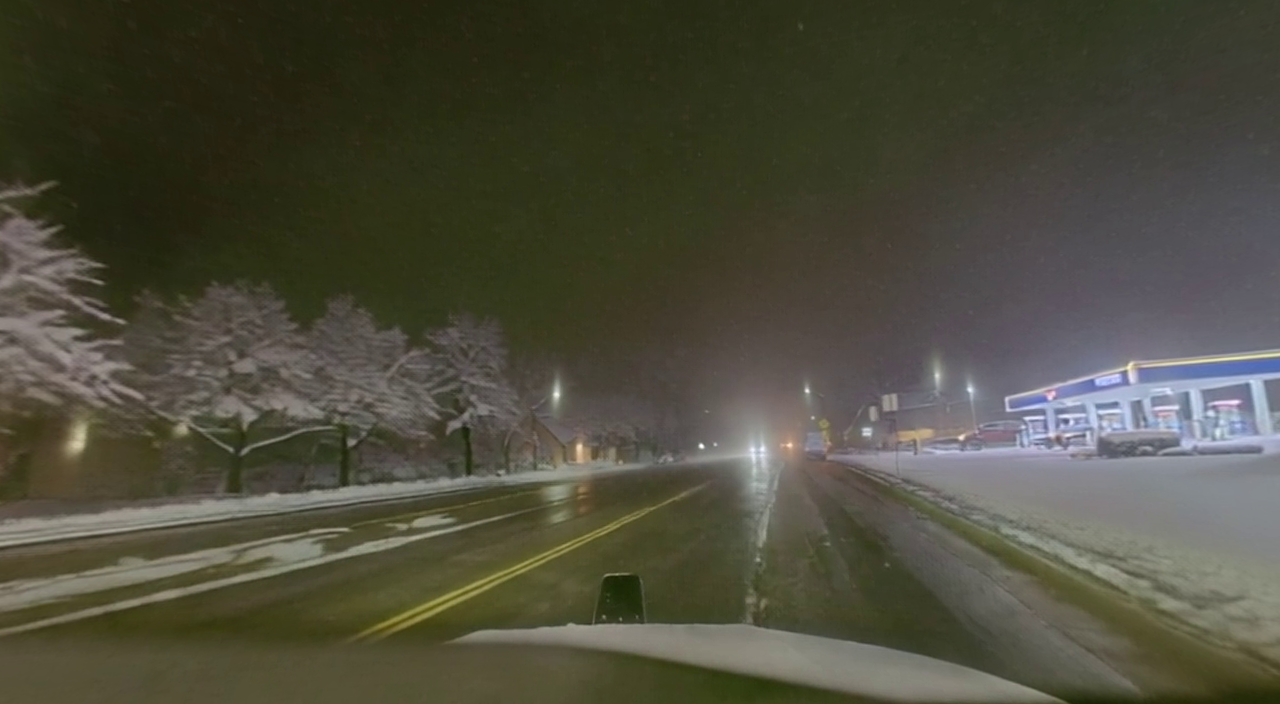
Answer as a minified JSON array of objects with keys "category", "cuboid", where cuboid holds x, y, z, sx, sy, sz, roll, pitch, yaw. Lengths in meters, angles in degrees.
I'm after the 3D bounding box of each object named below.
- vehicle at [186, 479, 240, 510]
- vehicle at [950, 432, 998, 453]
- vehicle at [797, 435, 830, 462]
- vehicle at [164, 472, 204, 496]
[{"category":"vehicle","cuboid":[-24.405,8.050,35.993,1.837,1.460,4.672,6,-12,-41]},{"category":"vehicle","cuboid":[23.043,6.292,43.754,1.919,1.411,4.440,-3,-9,15]},{"category":"vehicle","cuboid":[12.908,7.207,47.057,2.194,1.896,5.049,-3,-9,14]},{"category":"vehicle","cuboid":[-33.181,9.566,45.883,1.776,1.507,3.929,8,-12,-42]}]
